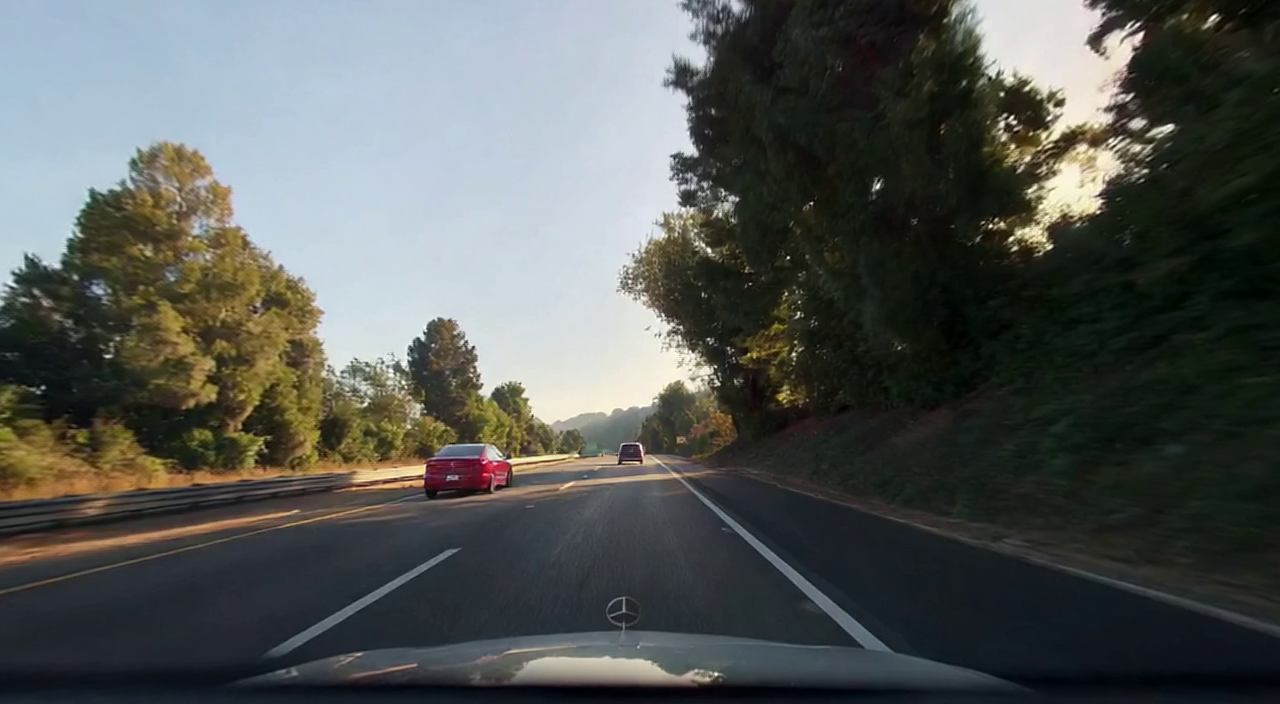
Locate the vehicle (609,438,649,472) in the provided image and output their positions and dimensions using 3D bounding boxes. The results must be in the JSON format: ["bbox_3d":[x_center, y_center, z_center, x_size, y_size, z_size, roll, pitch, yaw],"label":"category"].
[{"bbox_3d":[-0.605,5.788,35.575,2.126,1.786,3.958,0,-9,-1],"label":"vehicle"}]

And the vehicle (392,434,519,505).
[{"bbox_3d":[-4.749,3.095,16.990,2.113,1.656,4.215,0,-9,0],"label":"vehicle"}]
